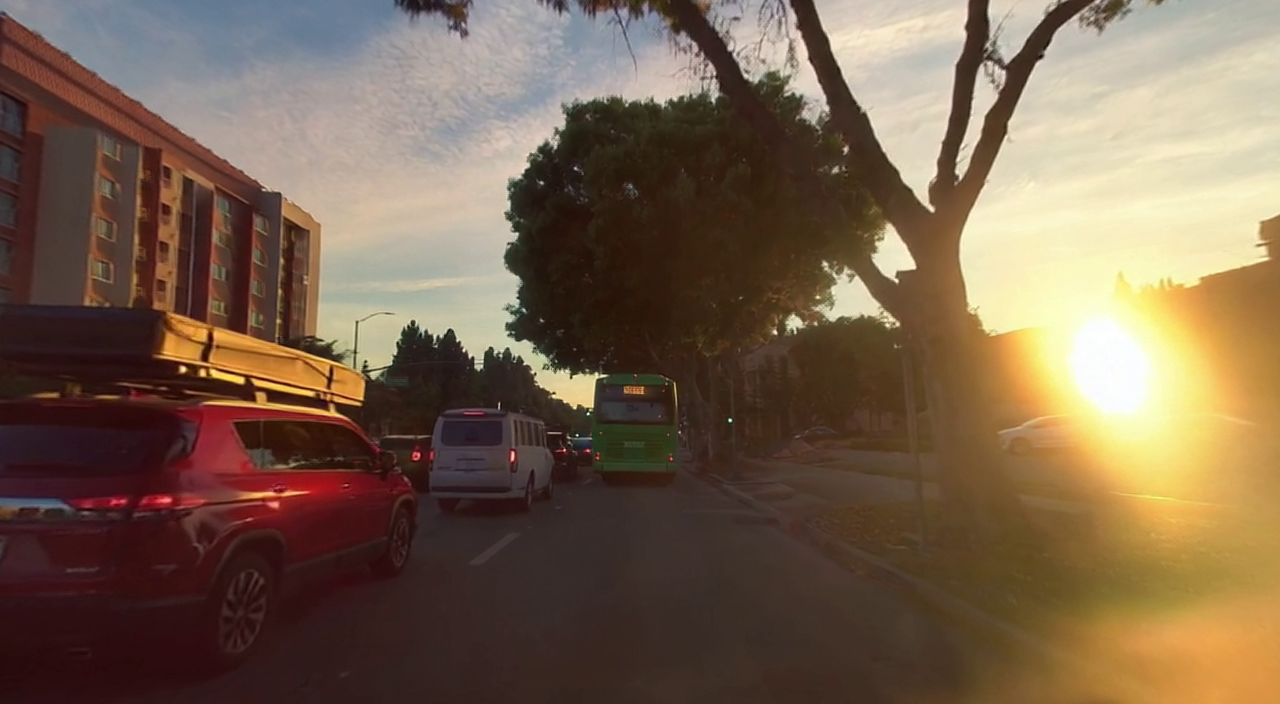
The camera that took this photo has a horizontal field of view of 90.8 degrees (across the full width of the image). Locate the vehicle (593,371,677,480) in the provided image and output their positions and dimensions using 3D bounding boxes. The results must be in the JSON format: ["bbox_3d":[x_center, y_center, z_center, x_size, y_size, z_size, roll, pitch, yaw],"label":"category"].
[{"bbox_3d":[-0.220,3.507,28.636,2.970,3.857,12.200,0,-9,0],"label":"vehicle"}]

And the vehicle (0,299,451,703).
[{"bbox_3d":[-3.378,1.085,5.116,2.095,1.892,5.043,0,-9,0],"label":"vehicle"}]

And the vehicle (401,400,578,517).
[{"bbox_3d":[-3.060,2.405,14.636,2.546,2.125,5.869,0,-9,1],"label":"vehicle"}]
